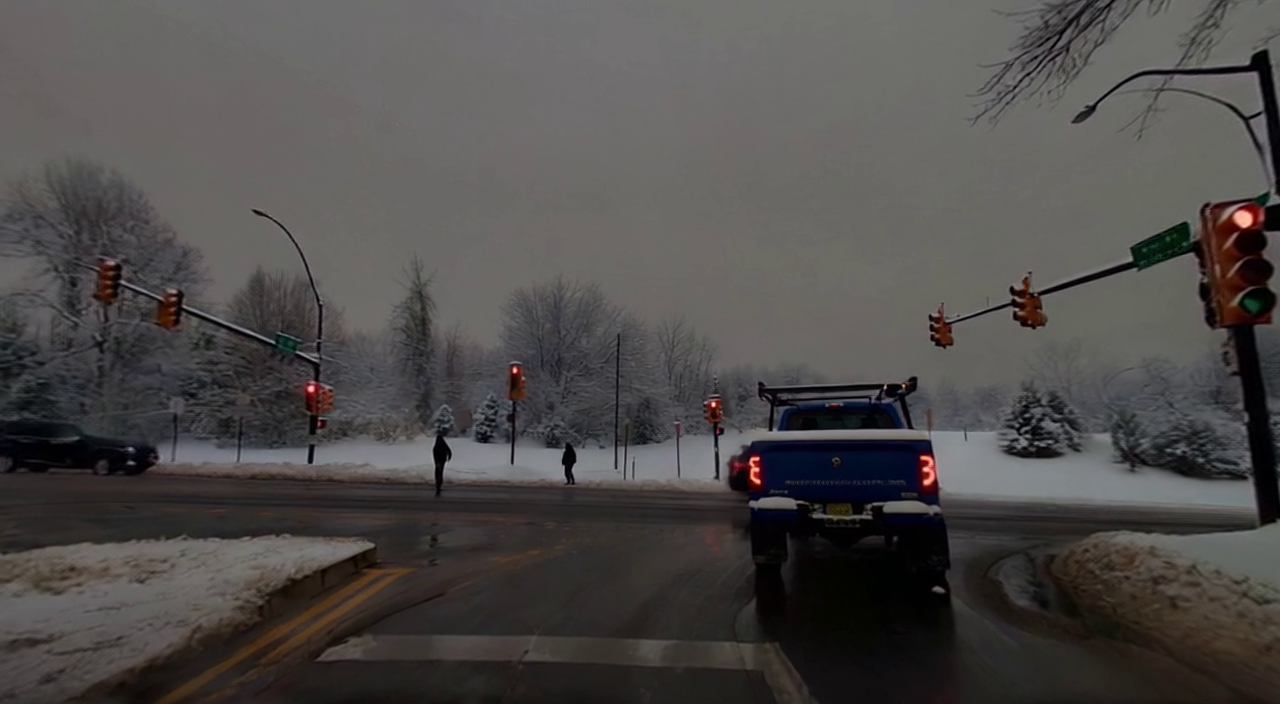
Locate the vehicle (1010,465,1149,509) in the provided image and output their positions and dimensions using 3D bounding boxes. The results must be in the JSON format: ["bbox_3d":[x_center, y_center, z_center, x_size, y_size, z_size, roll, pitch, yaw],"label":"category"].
[{"bbox_3d":[18.636,5.727,26.867,4.356,1.498,1.957,-3,-8,0],"label":"vehicle"}]

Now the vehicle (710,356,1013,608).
[{"bbox_3d":[2.951,1.700,9.324,2.851,2.400,5.978,-2,-9,16],"label":"vehicle"}]
